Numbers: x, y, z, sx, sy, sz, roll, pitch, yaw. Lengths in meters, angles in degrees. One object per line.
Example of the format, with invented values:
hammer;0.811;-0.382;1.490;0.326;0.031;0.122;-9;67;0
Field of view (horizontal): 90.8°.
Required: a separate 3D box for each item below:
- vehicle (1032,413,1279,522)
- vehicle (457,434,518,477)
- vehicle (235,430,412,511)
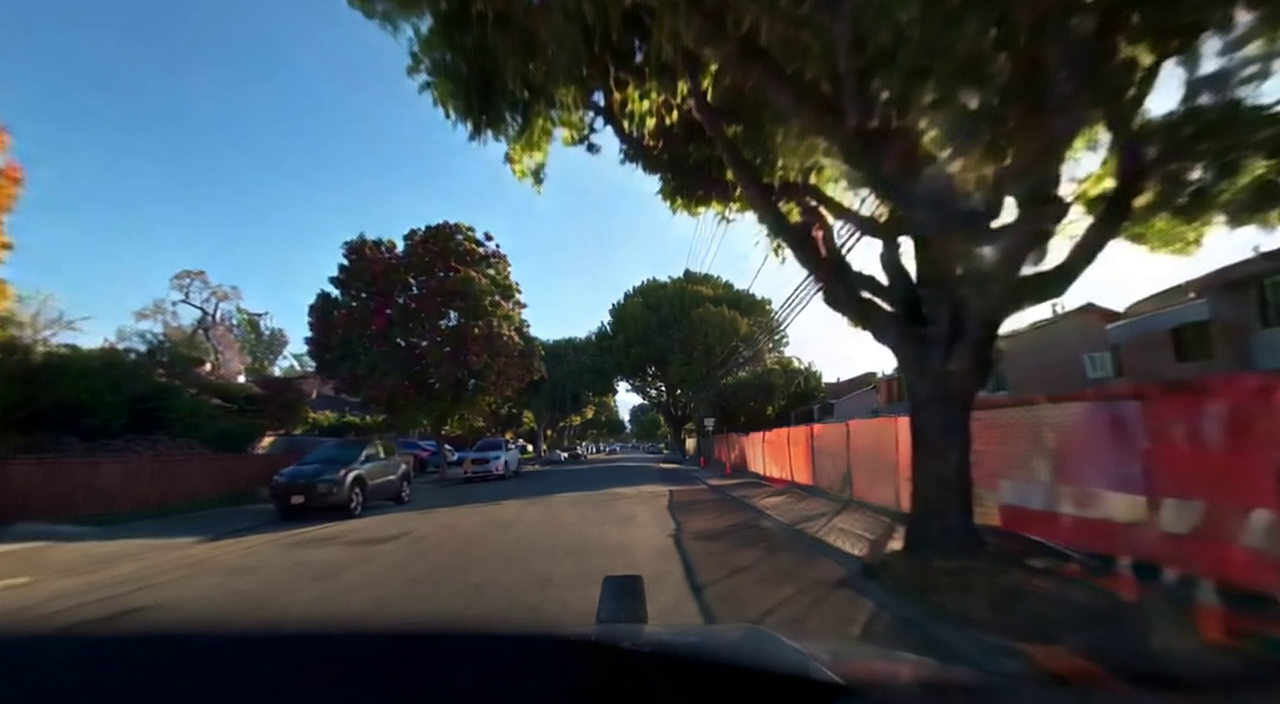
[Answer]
vehicle;9.916;1.930;10.810;4.954;1.670;2.052;0;-9;2
vehicle;-6.836;4.707;28.706;1.932;1.743;4.079;-2;-9;-2
vehicle;-7.703;2.912;16.044;2.019;1.723;4.650;0;-9;1
